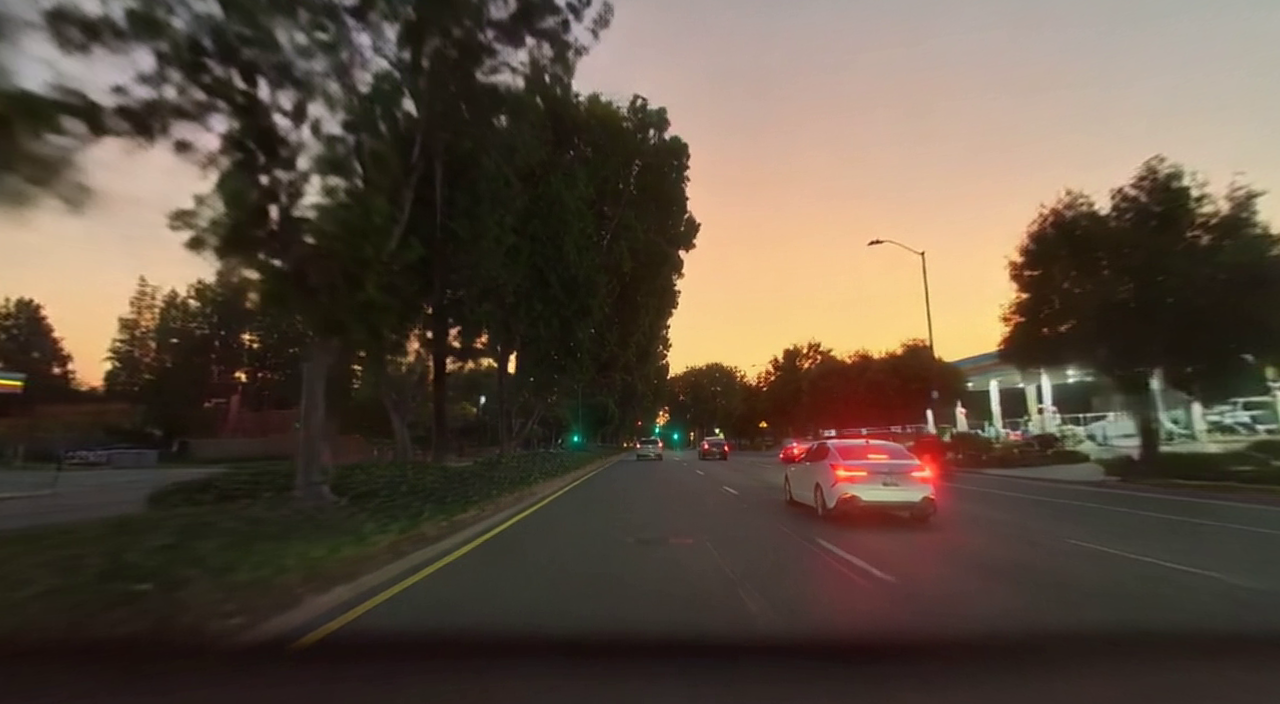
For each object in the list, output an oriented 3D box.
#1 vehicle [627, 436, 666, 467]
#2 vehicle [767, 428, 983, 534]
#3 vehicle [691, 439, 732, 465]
[{"bbox_3d":[0.415,5.871,37.105,2.172,1.694,4.055,0,-8,1],"label":"vehicle"},{"bbox_3d":[3.870,2.222,11.466,2.119,1.509,4.756,0,-8,0],"label":"vehicle"},{"bbox_3d":[4.371,6.207,38.960,1.980,1.515,4.362,0,-8,0],"label":"vehicle"}]
